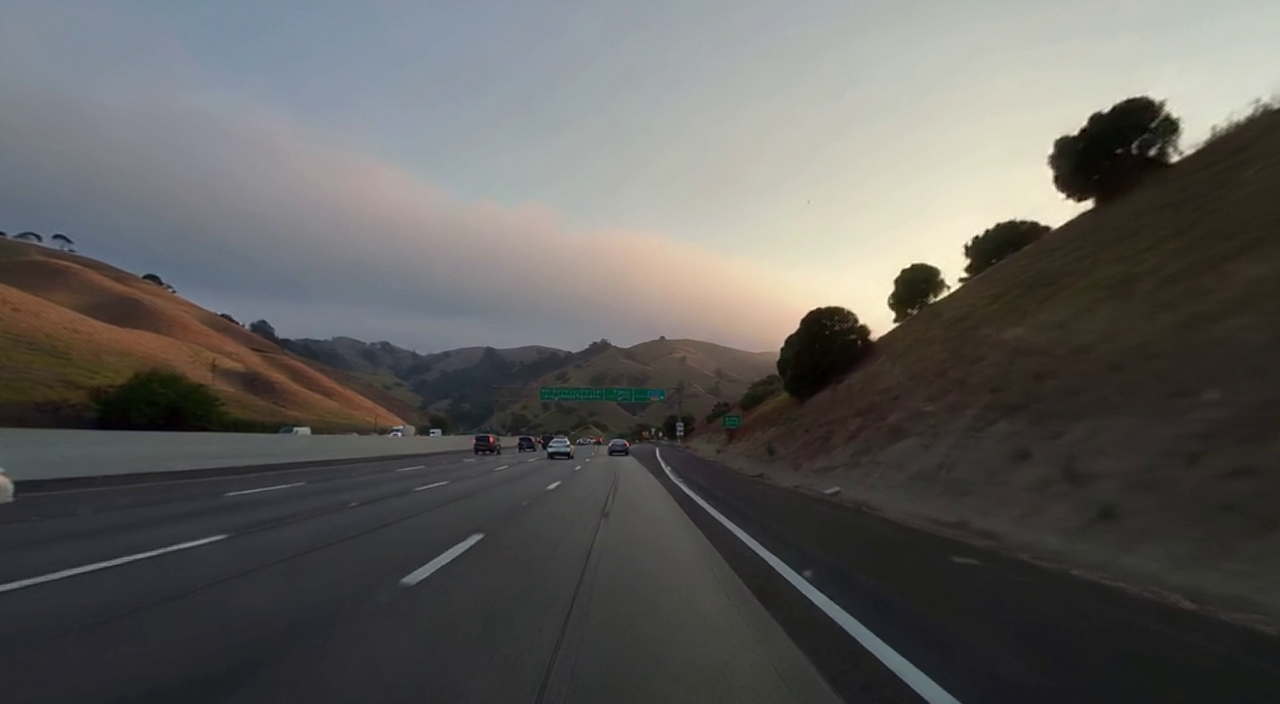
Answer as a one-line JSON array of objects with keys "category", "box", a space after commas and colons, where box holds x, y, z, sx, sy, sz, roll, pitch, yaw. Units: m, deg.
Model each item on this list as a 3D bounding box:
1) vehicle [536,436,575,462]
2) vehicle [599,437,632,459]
[{"category": "vehicle", "box": [-5.424, 6.307, 40.968, 2.060, 1.631, 4.214, 0, -8, -1]}, {"category": "vehicle", "box": [-1.867, 7.331, 48.255, 2.421, 1.594, 4.248, 0, -8, -2]}]
